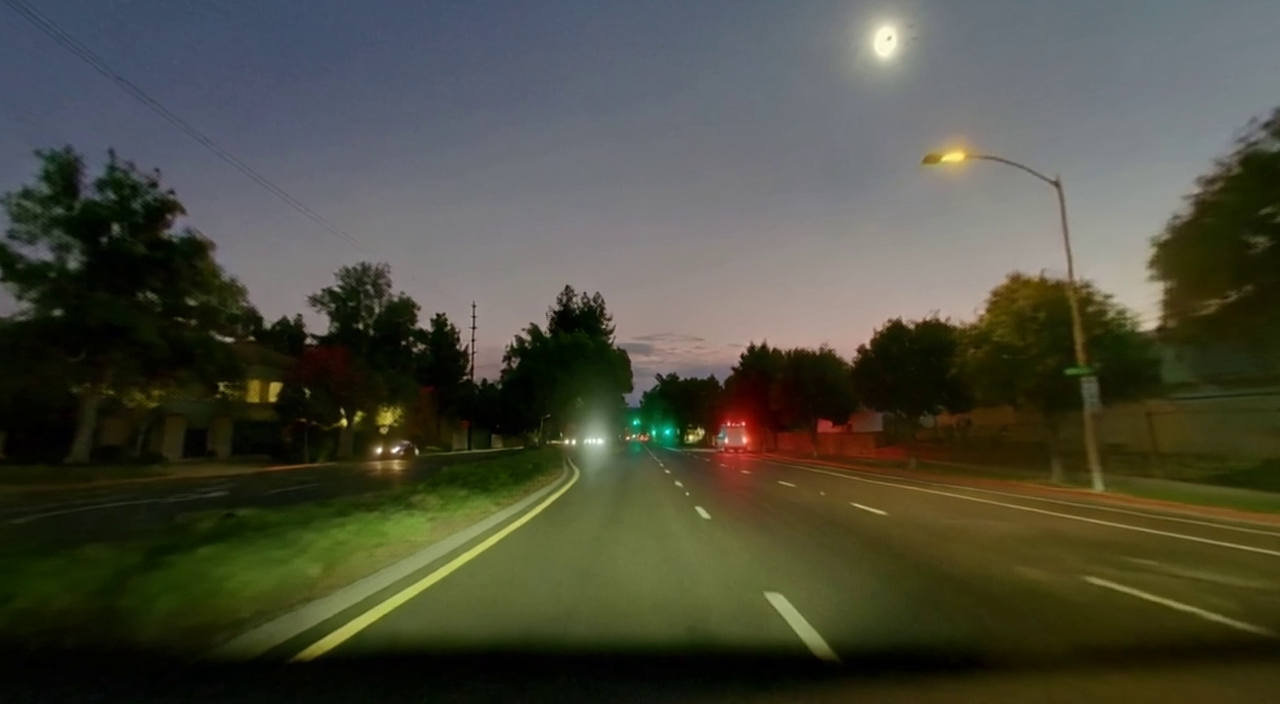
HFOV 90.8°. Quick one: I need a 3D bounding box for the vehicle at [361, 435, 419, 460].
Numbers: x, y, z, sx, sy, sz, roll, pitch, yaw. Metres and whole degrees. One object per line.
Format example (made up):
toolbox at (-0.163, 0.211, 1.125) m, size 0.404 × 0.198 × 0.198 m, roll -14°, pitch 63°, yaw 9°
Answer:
vehicle at (-19.619, 7.564, 49.911) m, size 2.146 × 1.848 × 5.680 m, roll 0°, pitch -9°, yaw 2°
